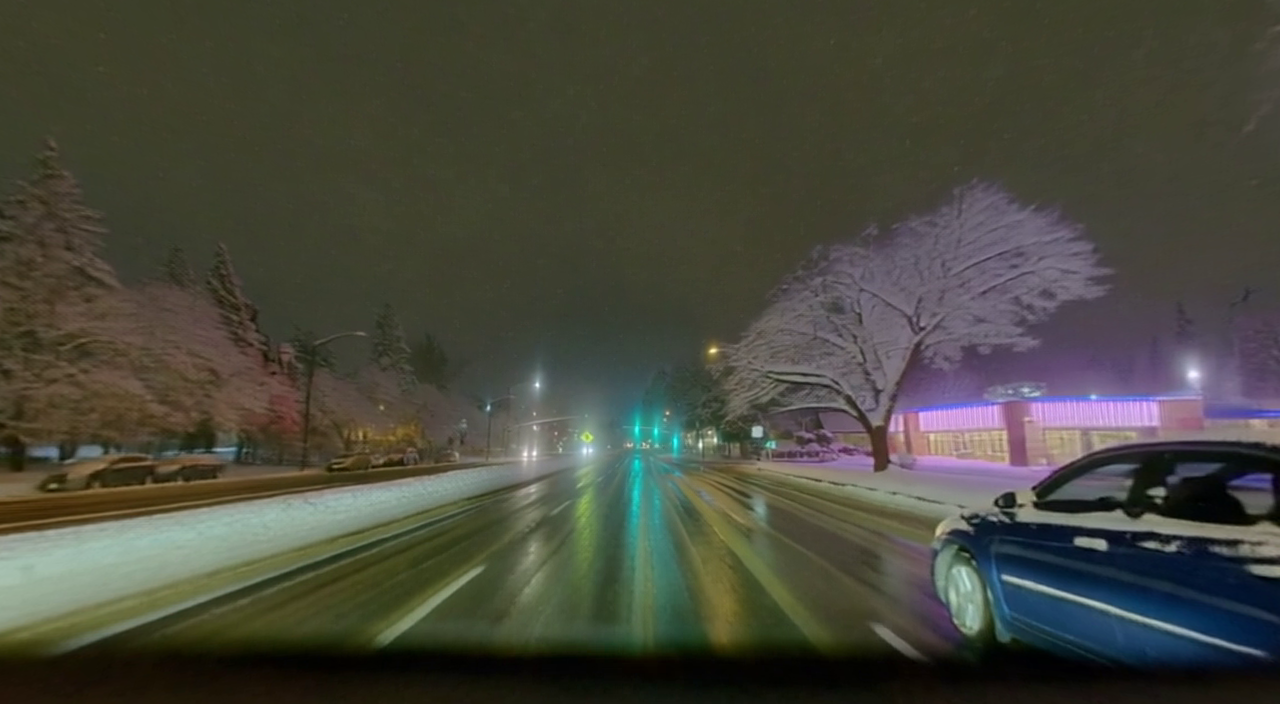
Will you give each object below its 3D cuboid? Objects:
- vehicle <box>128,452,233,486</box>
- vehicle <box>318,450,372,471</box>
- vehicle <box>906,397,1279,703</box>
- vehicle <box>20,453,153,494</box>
[{"bbox_3d":[-22.399,5.692,31.034,1.784,1.438,4.471,-1,-8,0],"label":"vehicle"},{"bbox_3d":[-22.170,8.150,47.627,1.771,1.445,4.321,-1,-9,3],"label":"vehicle"},{"bbox_3d":[3.105,0.967,2.626,2.004,1.470,4.544,0,-9,0],"label":"vehicle"},{"bbox_3d":[-22.394,4.882,25.786,1.745,1.476,4.123,0,-9,-1],"label":"vehicle"}]
